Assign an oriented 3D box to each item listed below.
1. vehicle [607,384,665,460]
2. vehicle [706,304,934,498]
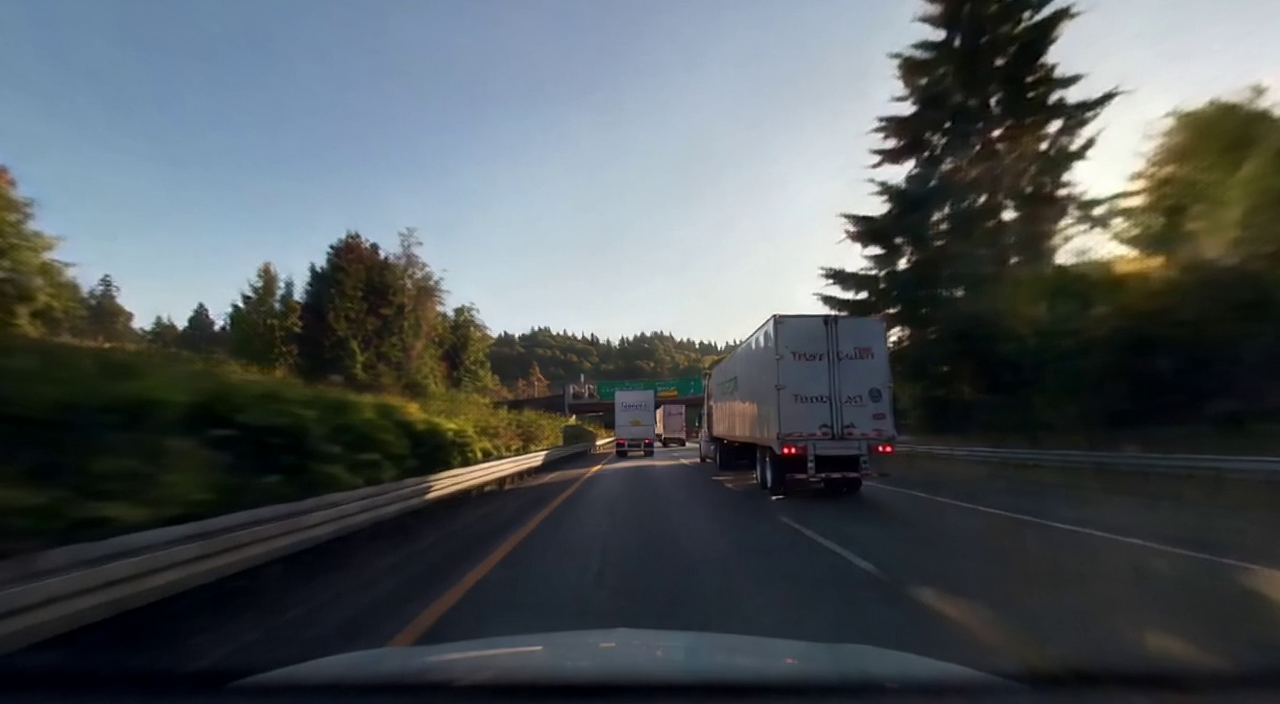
[{"bbox_3d":[-0.294,4.305,37.809,2.958,3.917,10.196,0,-8,-1],"label":"vehicle"},{"bbox_3d":[4.562,1.985,20.712,2.856,4.145,14.500,0,-8,-2],"label":"vehicle"}]
